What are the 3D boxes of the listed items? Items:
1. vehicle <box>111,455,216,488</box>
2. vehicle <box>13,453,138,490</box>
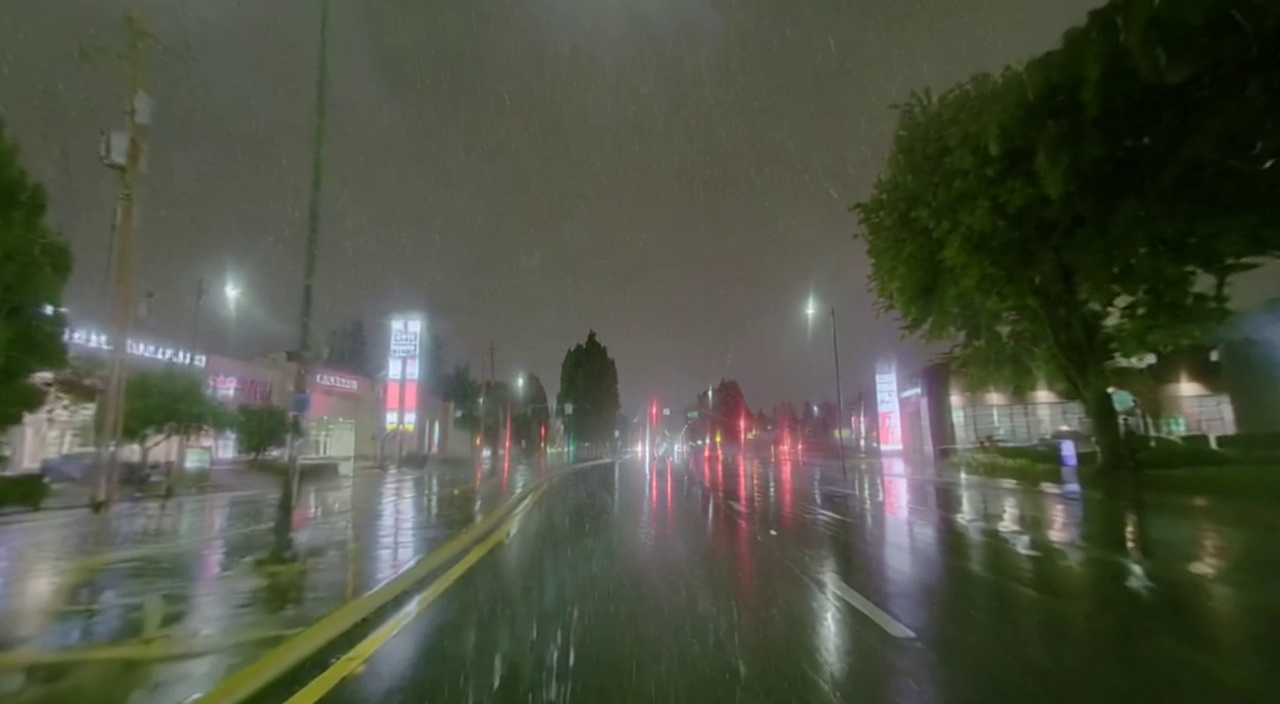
[{"bbox_3d":[-24.854,6.208,33.189,1.908,1.502,4.584,0,-8,1],"label":"vehicle"},{"bbox_3d":[-29.700,6.263,33.477,2.101,1.733,4.689,0,-8,3],"label":"vehicle"}]
